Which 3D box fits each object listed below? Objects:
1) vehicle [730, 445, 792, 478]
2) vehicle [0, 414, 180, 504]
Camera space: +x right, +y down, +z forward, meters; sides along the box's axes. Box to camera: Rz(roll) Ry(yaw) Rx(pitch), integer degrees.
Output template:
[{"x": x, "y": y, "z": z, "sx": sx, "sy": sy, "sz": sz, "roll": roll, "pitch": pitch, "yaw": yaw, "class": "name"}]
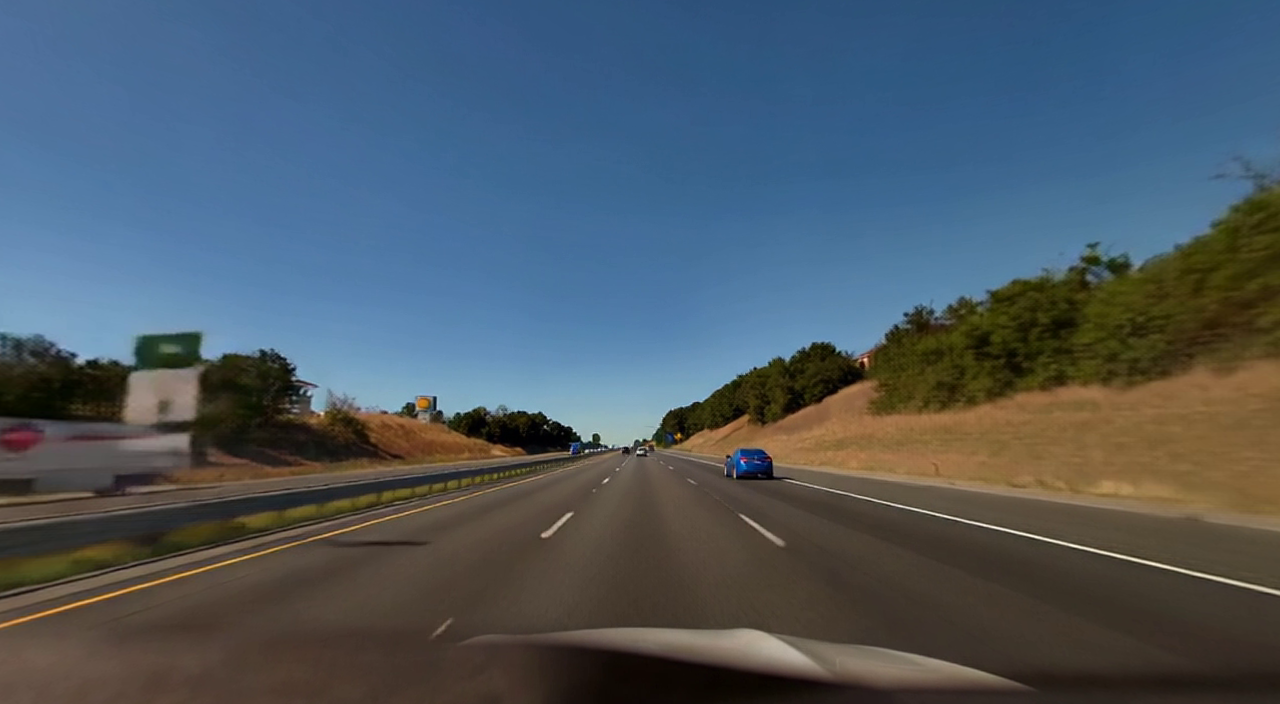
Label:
[{"x": 5.656, "y": 5.162, "z": 29.941, "sx": 1.967, "sy": 1.472, "sz": 3.751, "roll": 0, "pitch": -9, "yaw": -3, "class": "vehicle"}, {"x": -29.552, "y": 5.223, "z": 31.024, "sx": 2.869, "sy": 3.885, "sz": 14.559, "roll": 0, "pitch": -9, "yaw": 0, "class": "vehicle"}]
